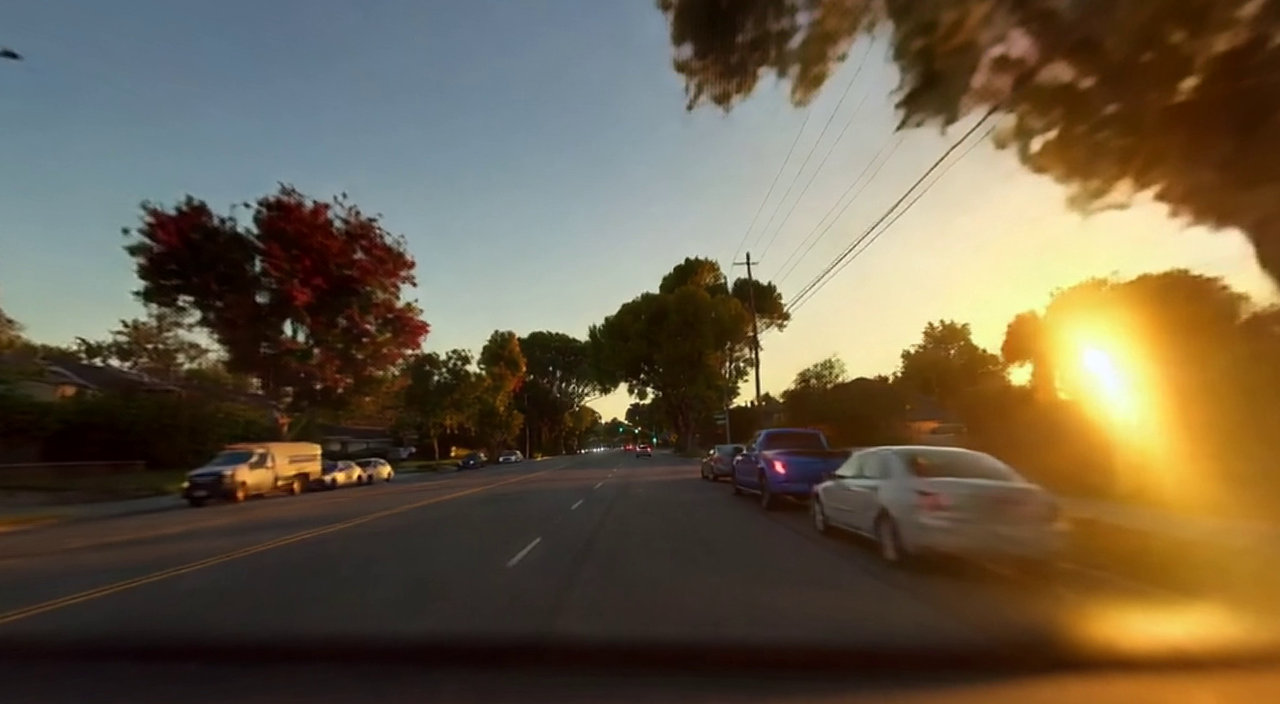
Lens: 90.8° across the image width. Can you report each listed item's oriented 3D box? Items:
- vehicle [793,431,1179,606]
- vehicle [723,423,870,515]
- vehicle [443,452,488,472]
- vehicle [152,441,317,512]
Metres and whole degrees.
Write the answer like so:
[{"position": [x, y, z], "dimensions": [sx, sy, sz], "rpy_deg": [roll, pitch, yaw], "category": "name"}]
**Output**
[{"position": [3.611, 1.826, 8.062], "dimensions": [1.911, 1.471, 5.151], "rpy_deg": [0, -9, -2], "category": "vehicle"}, {"position": [3.483, 2.751, 15.374], "dimensions": [2.112, 1.802, 5.474], "rpy_deg": [0, -9, -1], "category": "vehicle"}, {"position": [-13.704, 8.648, 49.786], "dimensions": [1.901, 1.481, 4.636], "rpy_deg": [-1, -9, 4], "category": "vehicle"}, {"position": [-13.753, 4.218, 22.033], "dimensions": [2.155, 1.991, 5.722], "rpy_deg": [-3, -9, -2], "category": "vehicle"}]
